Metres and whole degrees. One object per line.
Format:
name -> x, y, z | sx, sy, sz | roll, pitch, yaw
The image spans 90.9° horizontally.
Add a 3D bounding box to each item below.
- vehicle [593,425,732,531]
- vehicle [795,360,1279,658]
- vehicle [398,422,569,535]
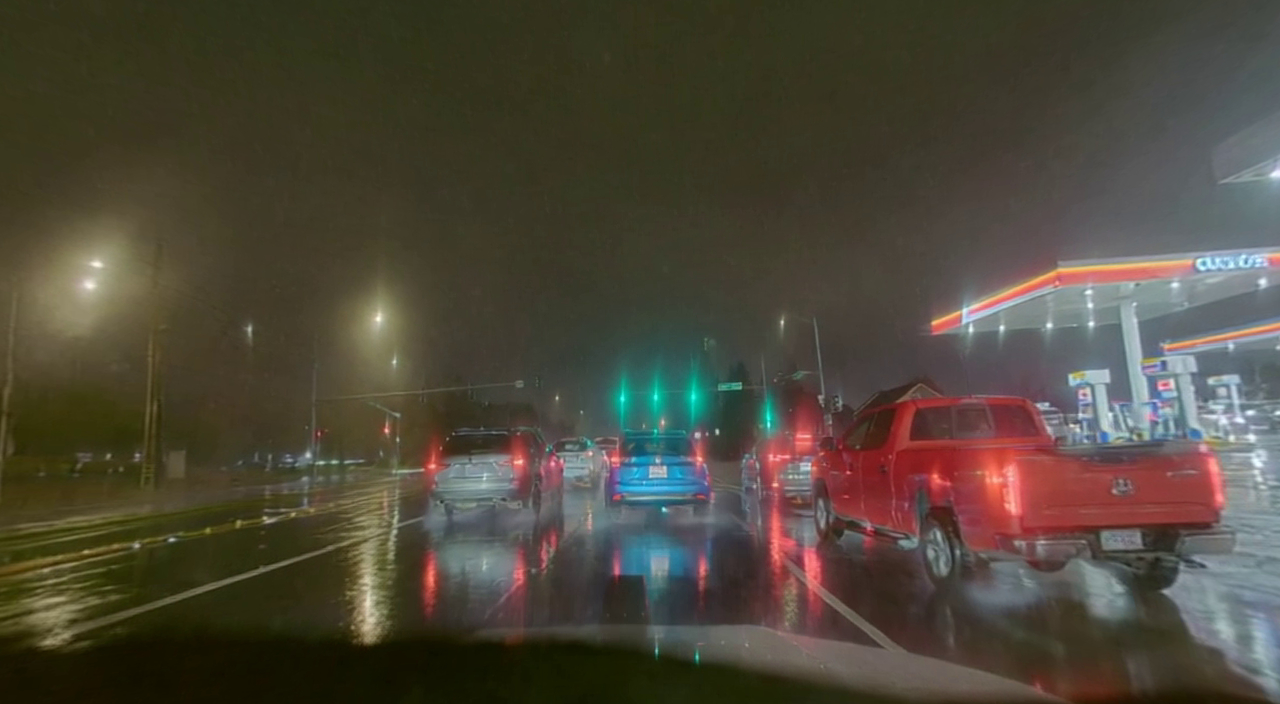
vehicle -> 0.342, 2.285, 11.991 | 2.181, 1.650, 4.083 | 0, -8, 0
vehicle -> 3.423, 1.367, 6.685 | 2.161, 1.868, 5.321 | 0, -8, 0
vehicle -> -2.699, 2.298, 12.060 | 2.019, 1.731, 4.299 | 0, -8, 2
